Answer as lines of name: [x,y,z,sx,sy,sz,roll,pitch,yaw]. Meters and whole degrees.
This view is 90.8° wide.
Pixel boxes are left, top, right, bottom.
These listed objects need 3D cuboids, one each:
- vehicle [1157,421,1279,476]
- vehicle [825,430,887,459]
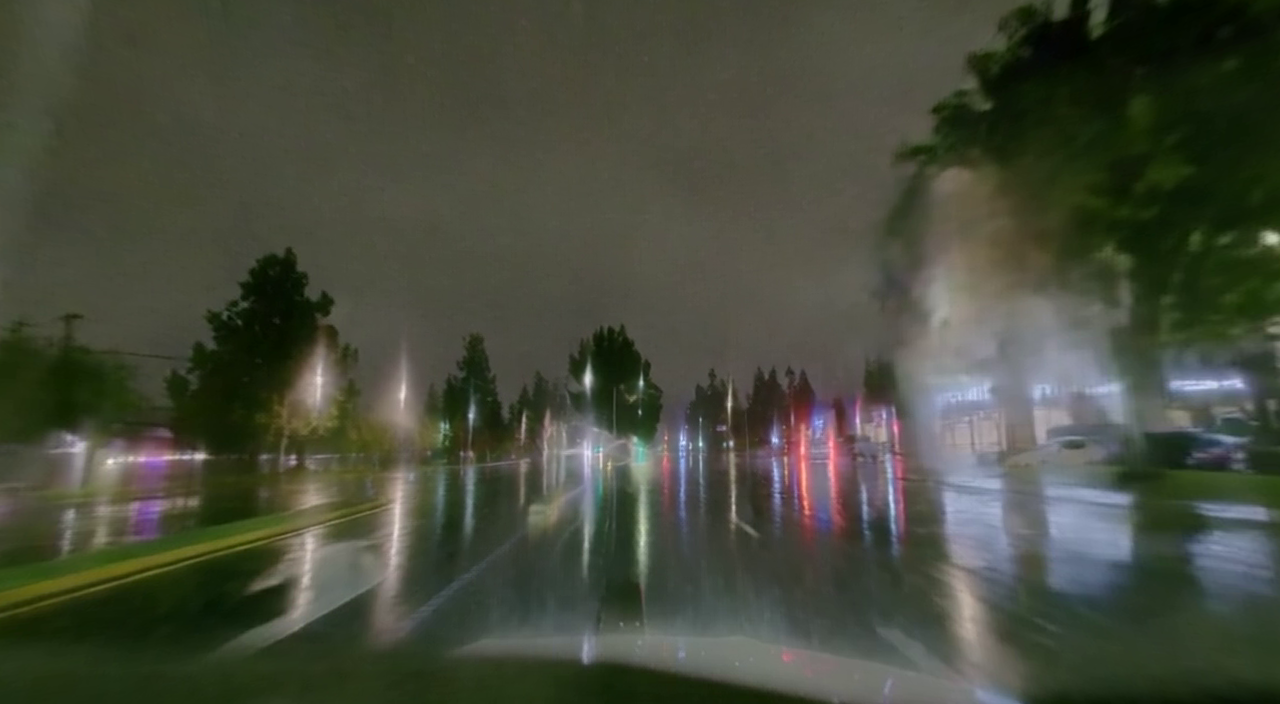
vehicle: [19.870,3.128,20.525,4.145,1.675,2.206,0,-9,-1]
vehicle: [15.088,6.507,44.468,2.195,1.926,5.466,0,-9,-3]
